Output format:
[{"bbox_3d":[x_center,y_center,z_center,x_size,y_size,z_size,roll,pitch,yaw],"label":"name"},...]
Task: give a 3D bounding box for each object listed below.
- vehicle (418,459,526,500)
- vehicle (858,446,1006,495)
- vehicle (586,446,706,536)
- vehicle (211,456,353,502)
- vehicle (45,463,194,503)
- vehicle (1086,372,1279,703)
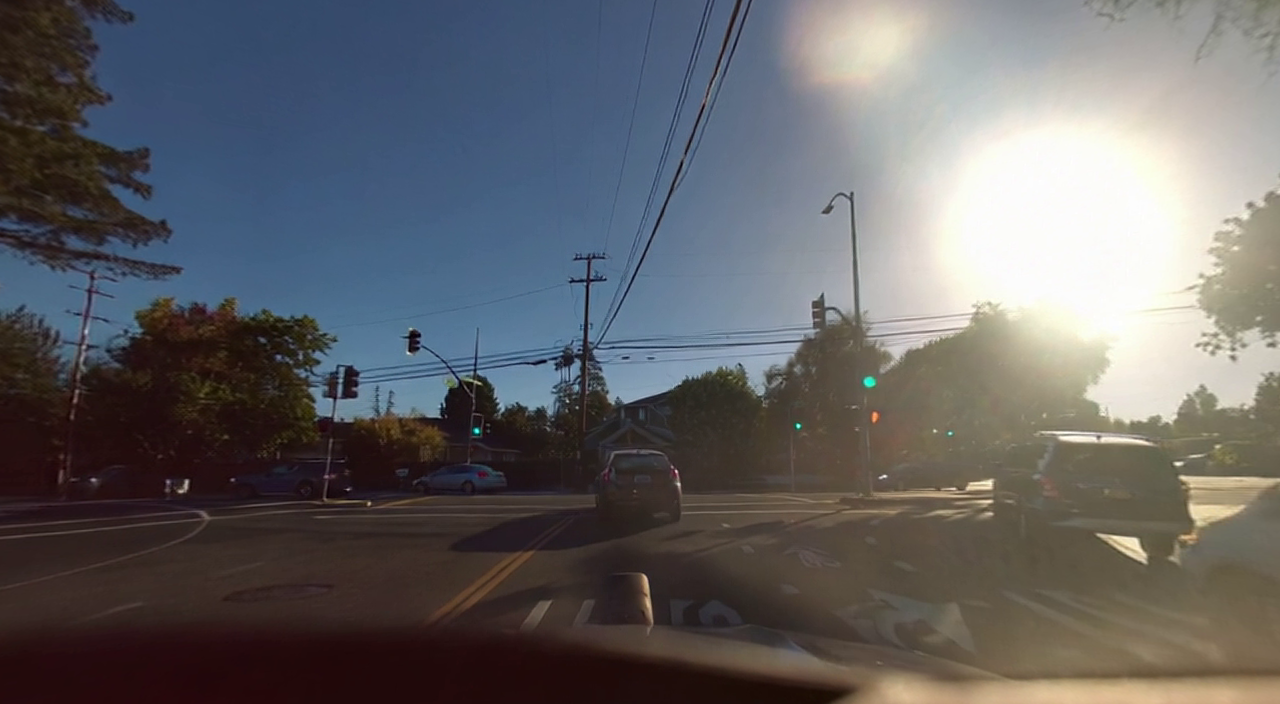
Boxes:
[{"bbox_3d":[-7.209,5.364,26.906,4.343,1.492,2.063,-6,-10,34],"label":"vehicle"},{"bbox_3d":[11.015,4.480,24.090,4.600,1.722,2.074,-1,-9,6],"label":"vehicle"},{"bbox_3d":[-0.021,2.748,13.215,2.078,1.506,4.512,0,-8,-3],"label":"vehicle"},{"bbox_3d":[-13.948,4.936,24.684,4.485,1.625,1.980,-2,-9,9],"label":"vehicle"},{"bbox_3d":[-21.150,5.308,25.708,4.736,1.475,1.921,-2,-9,9],"label":"vehicle"},{"bbox_3d":[4.530,0.901,2.570,2.095,1.836,4.895,-1,-8,5],"label":"vehicle"}]
